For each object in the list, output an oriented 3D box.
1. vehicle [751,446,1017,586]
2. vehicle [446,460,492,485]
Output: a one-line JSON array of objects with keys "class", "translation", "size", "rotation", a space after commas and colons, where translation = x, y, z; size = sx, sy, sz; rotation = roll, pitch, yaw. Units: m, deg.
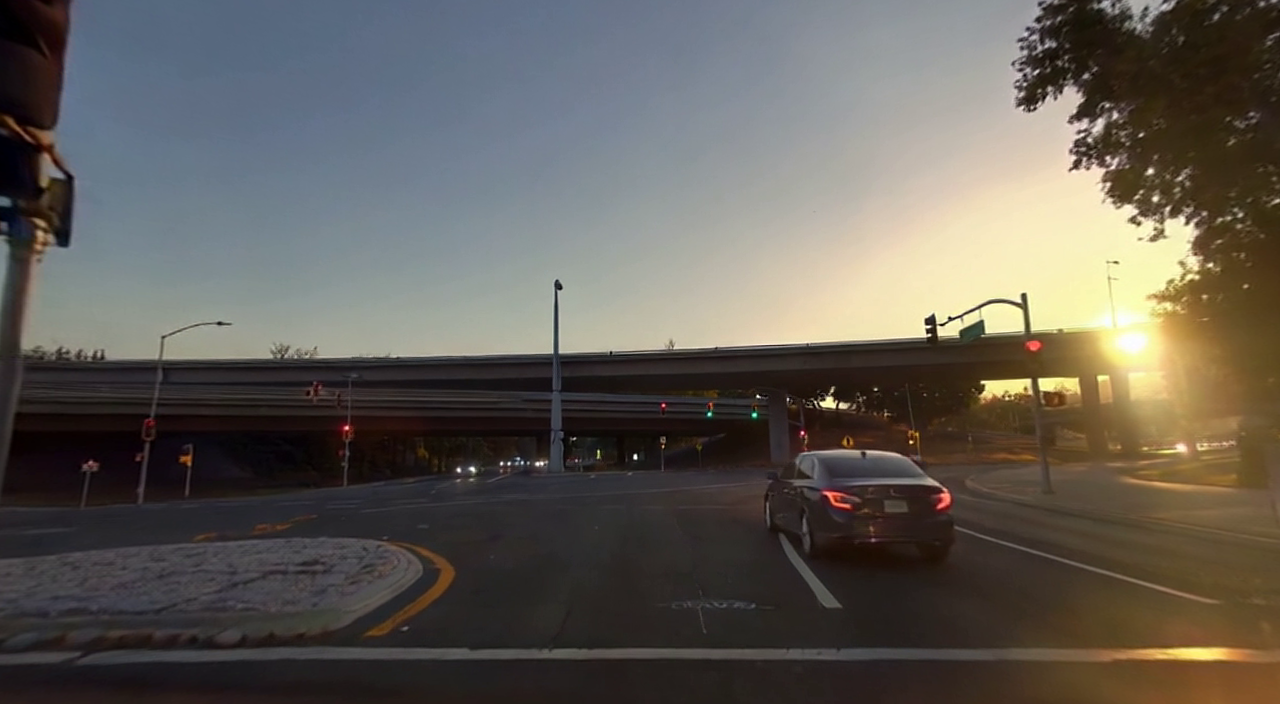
[{"class": "vehicle", "translation": [2.953, 2.068, 8.924], "size": [1.909, 1.425, 4.521], "rotation": [0, -9, 0]}, {"class": "vehicle", "translation": [-12.782, 9.013, 47.519], "size": [2.126, 1.506, 5.411], "rotation": [-3, -9, -2]}]
